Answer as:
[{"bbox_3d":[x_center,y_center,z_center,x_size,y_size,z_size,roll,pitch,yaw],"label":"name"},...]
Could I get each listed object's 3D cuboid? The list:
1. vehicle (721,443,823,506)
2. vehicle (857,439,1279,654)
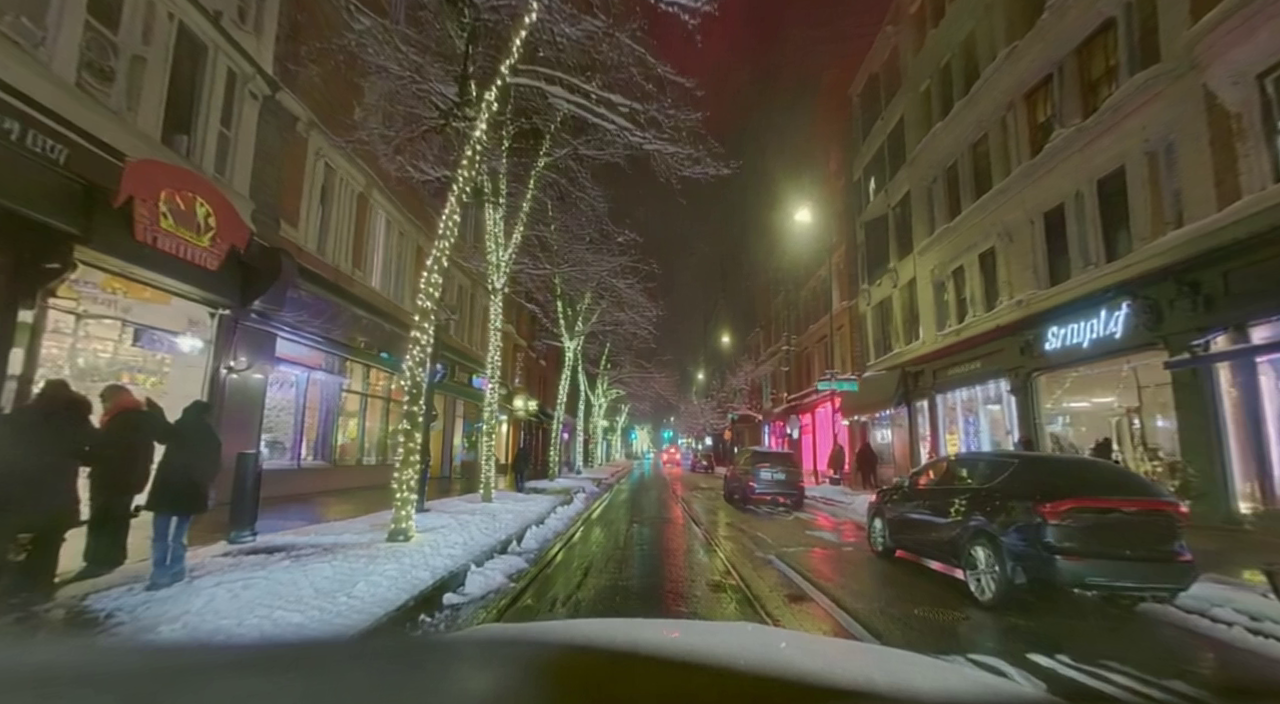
[{"bbox_3d":[3.622,3.441,18.241,1.971,1.559,4.326,0,-9,-1],"label":"vehicle"},{"bbox_3d":[4.109,1.699,6.719,1.977,1.478,4.458,0,-9,0],"label":"vehicle"}]
